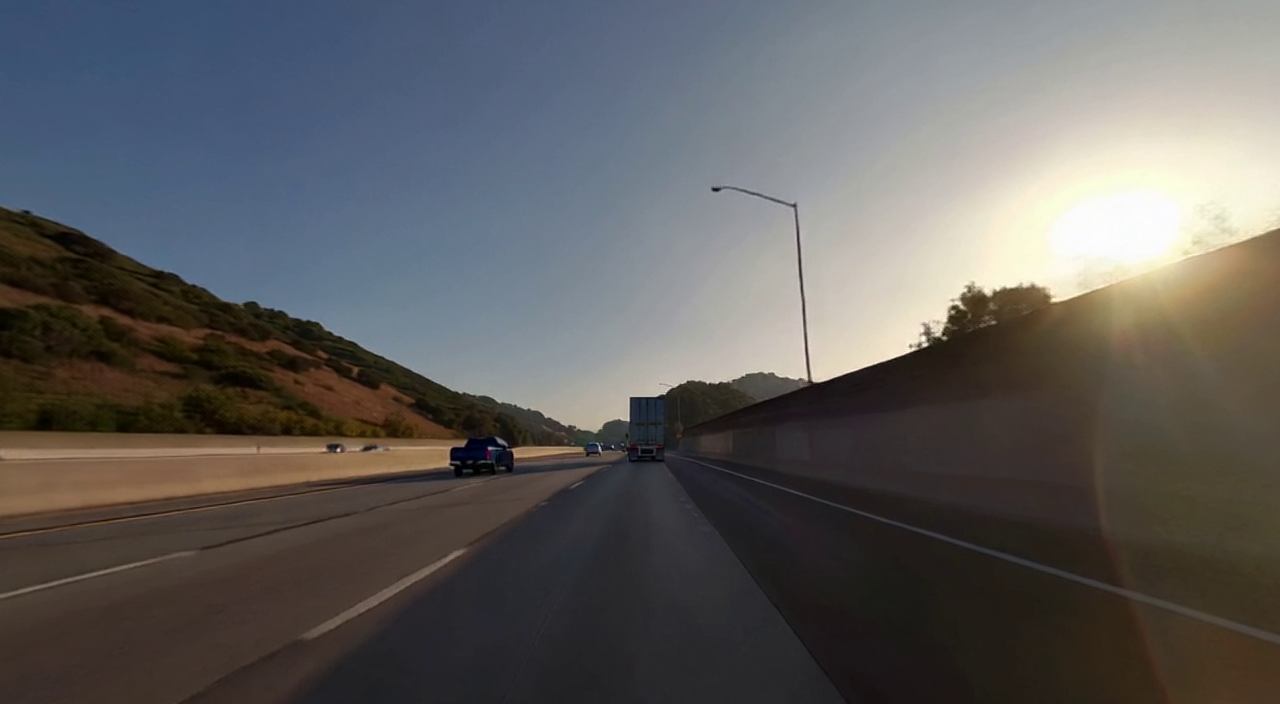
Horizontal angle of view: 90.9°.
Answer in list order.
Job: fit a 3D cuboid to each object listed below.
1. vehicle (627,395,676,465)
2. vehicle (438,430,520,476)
[{"bbox_3d":[0.841,5.865,46.176,2.951,4.229,15.519,0,-8,1],"label":"vehicle"},{"bbox_3d":[-7.048,4.477,28.308,2.113,1.837,5.339,0,-8,1],"label":"vehicle"}]
